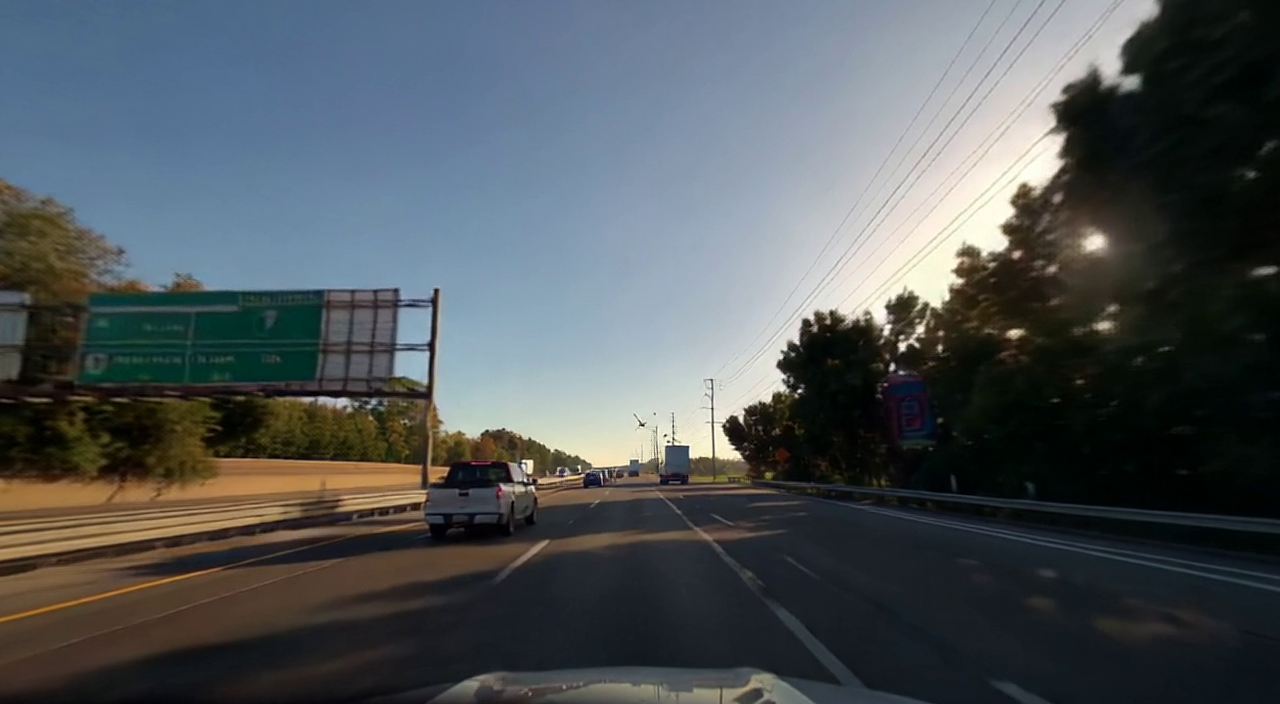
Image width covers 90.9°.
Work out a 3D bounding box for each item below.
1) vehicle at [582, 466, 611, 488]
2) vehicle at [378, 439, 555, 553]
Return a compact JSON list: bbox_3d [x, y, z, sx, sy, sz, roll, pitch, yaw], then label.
[{"bbox_3d":[-3.352,9.817,49.475,1.942,1.597,3.943,1,-11,0],"label":"vehicle"},{"bbox_3d":[-3.007,2.662,12.084,2.065,1.722,4.441,1,-11,0],"label":"vehicle"}]
